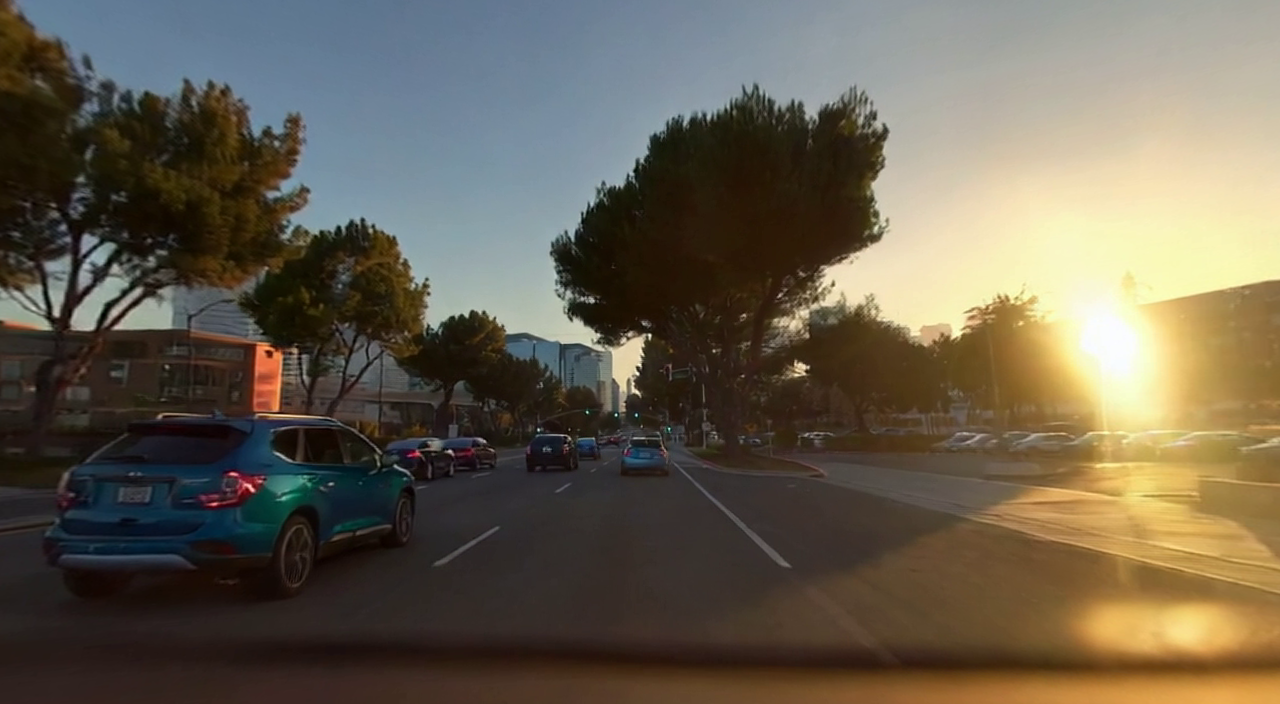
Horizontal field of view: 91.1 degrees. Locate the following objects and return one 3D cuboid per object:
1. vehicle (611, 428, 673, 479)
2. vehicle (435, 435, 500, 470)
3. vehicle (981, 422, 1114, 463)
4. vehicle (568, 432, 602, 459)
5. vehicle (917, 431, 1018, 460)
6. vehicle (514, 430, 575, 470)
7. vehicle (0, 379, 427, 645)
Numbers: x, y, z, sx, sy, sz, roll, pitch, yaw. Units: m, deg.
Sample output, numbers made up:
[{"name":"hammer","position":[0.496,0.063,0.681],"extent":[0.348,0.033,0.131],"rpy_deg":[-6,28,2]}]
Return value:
[{"name":"vehicle","position":[0.070,3.647,22.698],"extent":[2.042,1.641,4.187],"rpy_deg":[0,-9,0]},{"name":"vehicle","position":[-8.085,4.760,29.839],"extent":[1.918,1.484,4.531],"rpy_deg":[0,-9,-2]},{"name":"vehicle","position":[17.359,3.875,26.924],"extent":[4.329,1.656,1.873],"rpy_deg":[0,-9,2]},{"name":"vehicle","position":[-3.918,6.772,45.421],"extent":[2.047,1.810,4.414],"rpy_deg":[0,-9,1]},{"name":"vehicle","position":[16.979,4.881,32.733],"extent":[1.857,1.369,4.219],"rpy_deg":[6,-10,-34]},{"name":"vehicle","position":[-4.362,4.566,29.386],"extent":[2.113,1.713,4.422],"rpy_deg":[0,-9,0]},{"name":"vehicle","position":[-3.830,1.298,6.041],"extent":[2.070,1.641,4.152],"rpy_deg":[0,-9,0]}]
